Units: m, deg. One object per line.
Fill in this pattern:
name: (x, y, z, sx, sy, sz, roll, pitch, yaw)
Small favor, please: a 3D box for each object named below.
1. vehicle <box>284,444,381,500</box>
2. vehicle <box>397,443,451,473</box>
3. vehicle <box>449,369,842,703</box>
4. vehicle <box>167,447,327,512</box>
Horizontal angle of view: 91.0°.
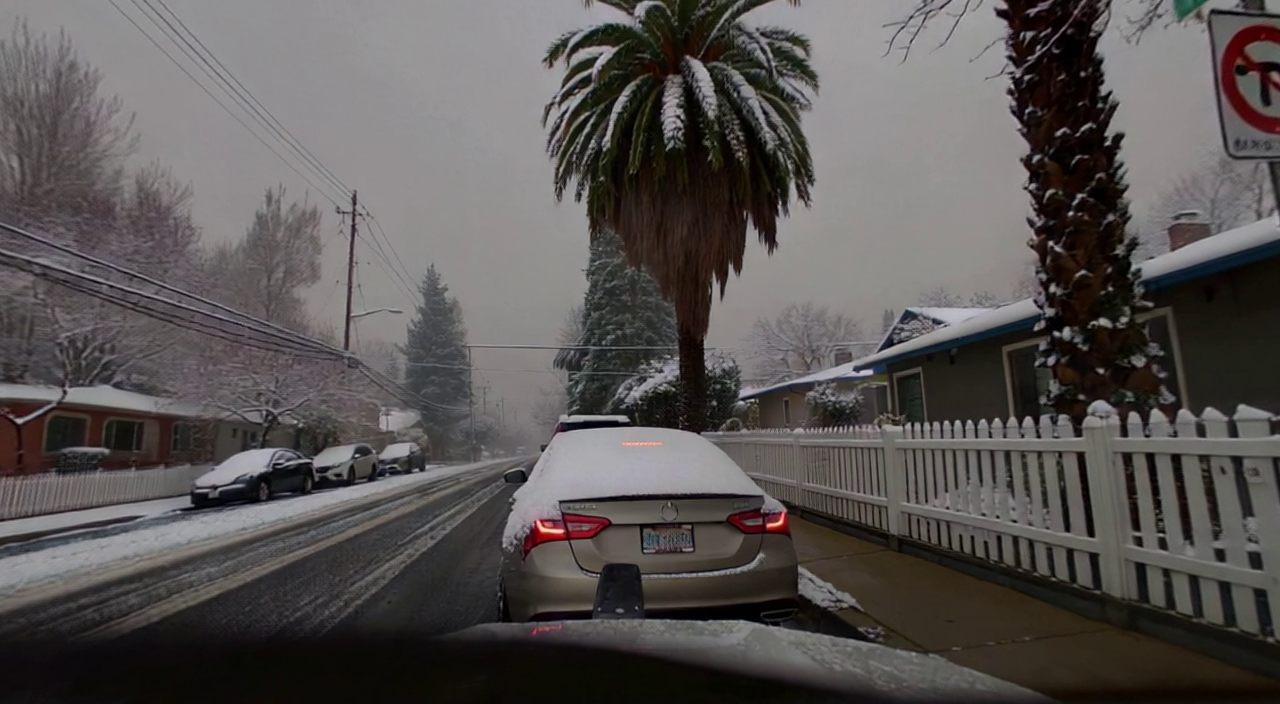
vehicle: (-12.158, 4.709, 25.267, 2.048, 1.485, 4.757, -4, -4, -7)
vehicle: (-13.173, 6.463, 38.706, 2.060, 1.689, 4.999, 1, -8, -7)
vehicle: (-0.128, 1.213, 4.997, 1.894, 1.695, 3.795, 1, -8, -5)
vehicle: (-11.393, 3.659, 18.793, 2.017, 1.627, 5.039, 1, -8, -7)
